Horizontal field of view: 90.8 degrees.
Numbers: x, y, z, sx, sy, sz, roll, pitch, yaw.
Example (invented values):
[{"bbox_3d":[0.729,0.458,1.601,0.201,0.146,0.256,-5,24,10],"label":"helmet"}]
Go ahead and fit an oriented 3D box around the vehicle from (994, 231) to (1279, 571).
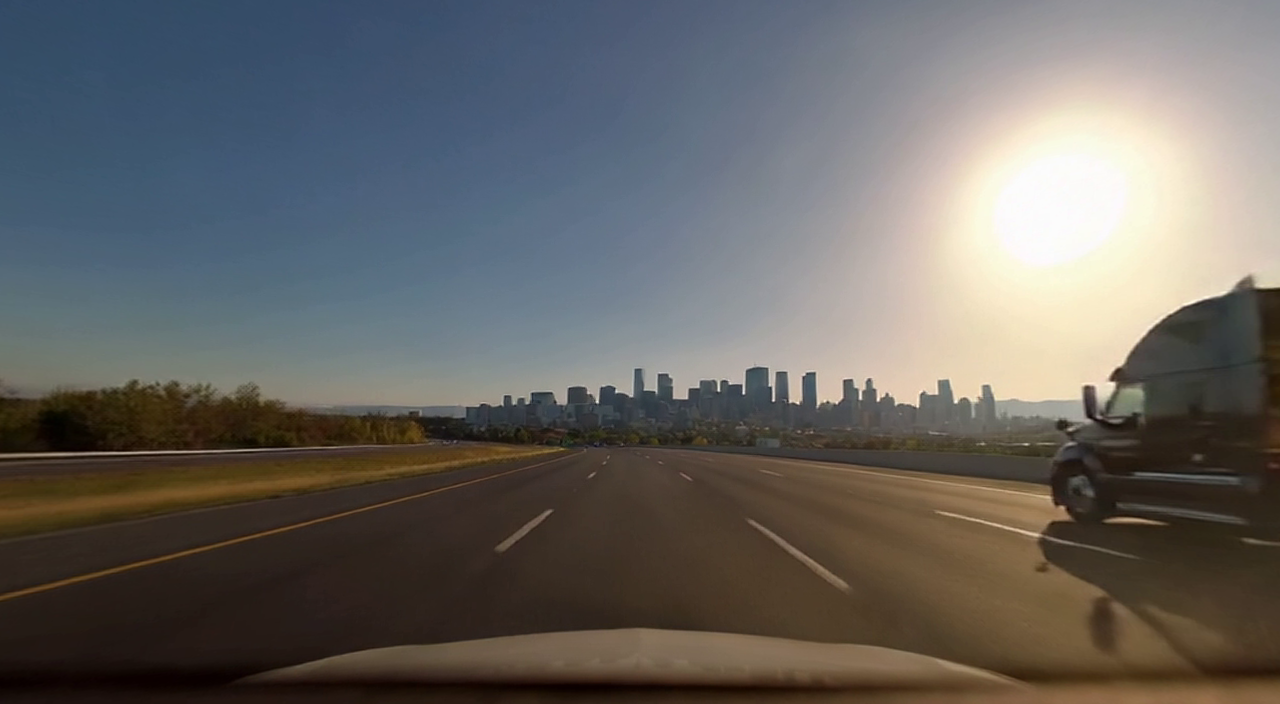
[{"bbox_3d":[7.089,0.721,7.659,2.593,3.050,4.899,0,-8,-1],"label":"vehicle"}]
